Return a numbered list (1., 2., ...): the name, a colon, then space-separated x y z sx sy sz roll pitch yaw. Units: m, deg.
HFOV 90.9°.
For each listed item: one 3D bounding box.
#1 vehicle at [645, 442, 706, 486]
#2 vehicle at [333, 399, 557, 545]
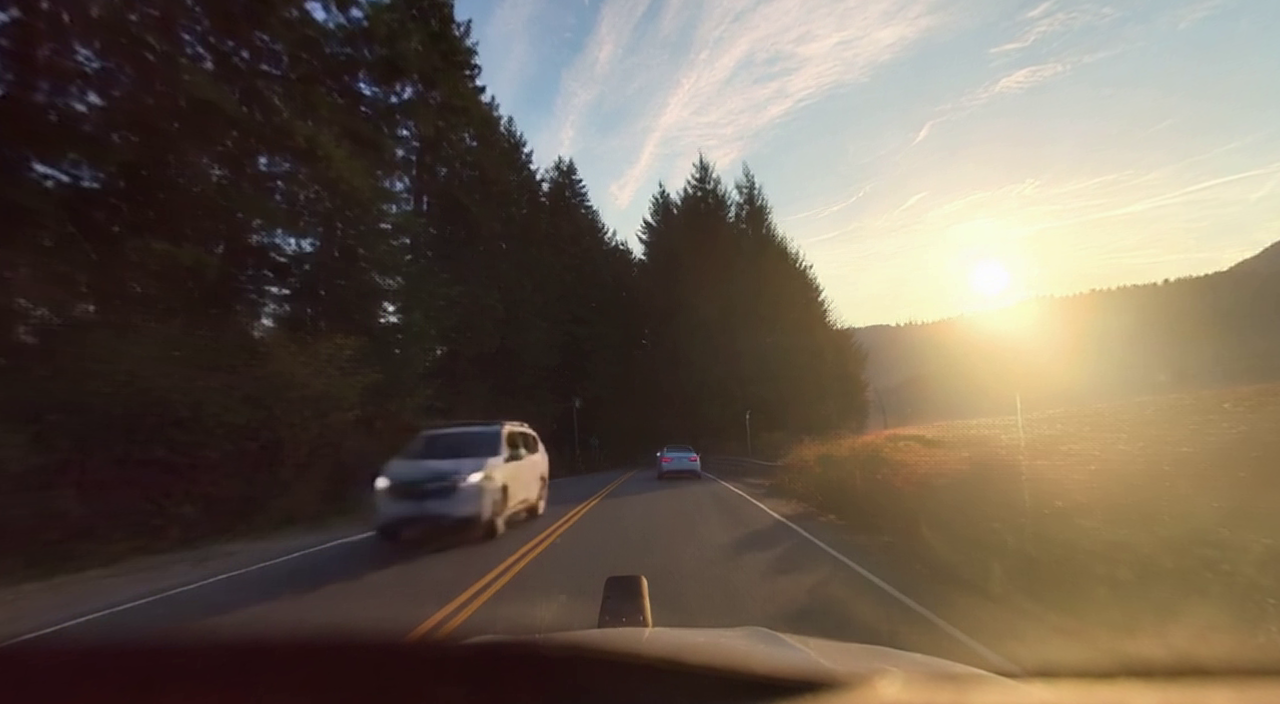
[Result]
1. vehicle: 1.389 4.476 25.572 2.274 1.583 4.349 0 -8 2
2. vehicle: -2.957 1.951 10.835 2.291 1.975 4.308 0 -8 2
